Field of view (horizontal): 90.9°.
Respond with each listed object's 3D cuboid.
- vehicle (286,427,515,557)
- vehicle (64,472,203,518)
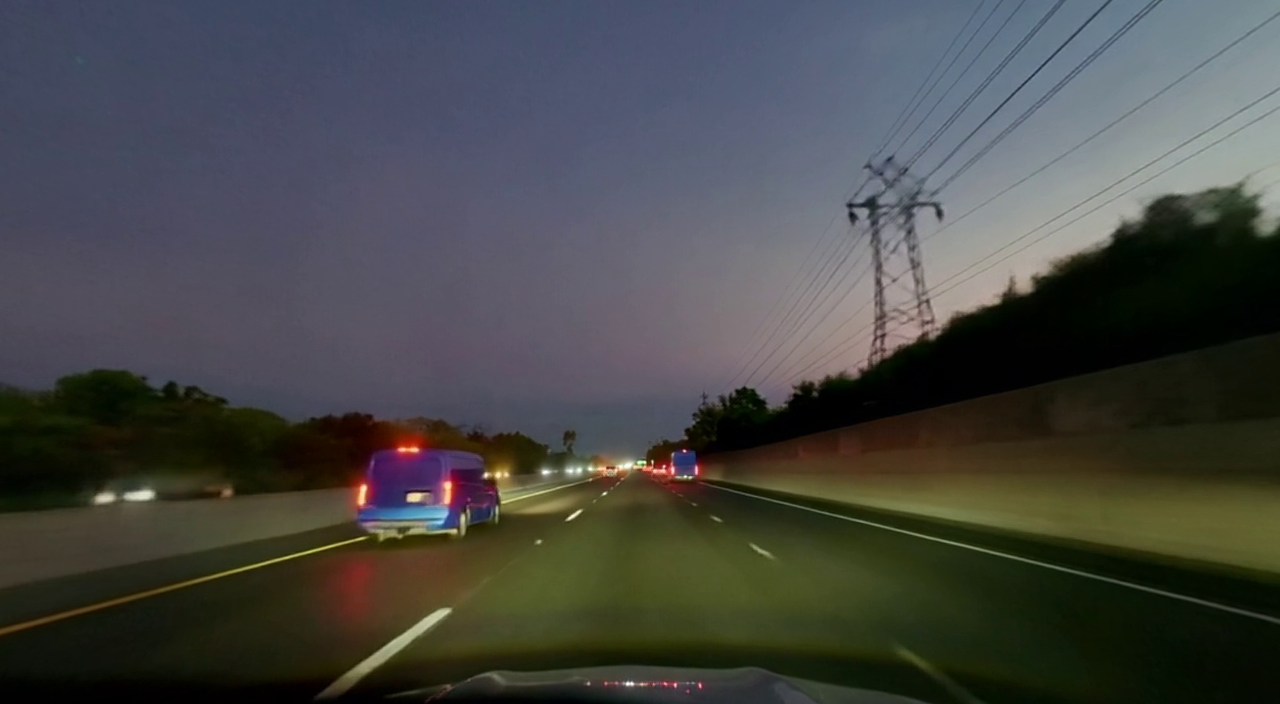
[{"bbox_3d":[-3.788,2.381,11.153,2.153,1.756,4.730,1,-11,0],"label":"vehicle"},{"bbox_3d":[-20.879,5.901,26.307,1.922,1.665,4.588,1,-11,0],"label":"vehicle"}]
